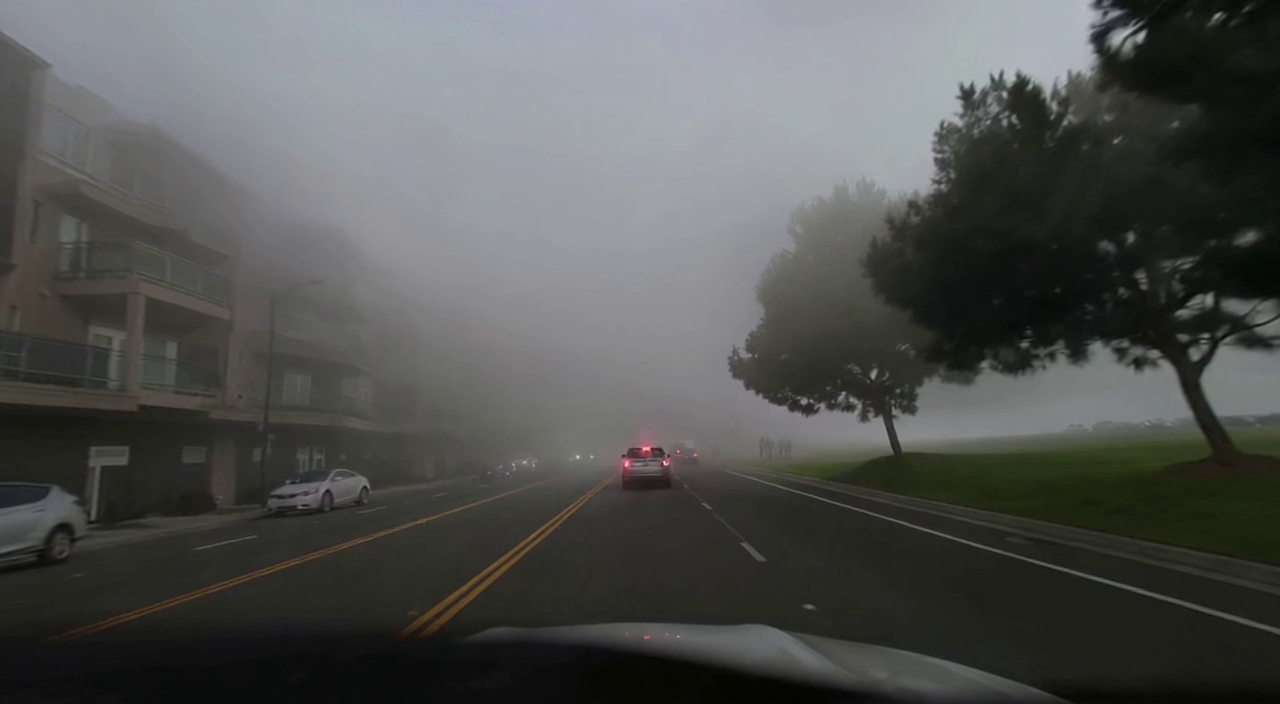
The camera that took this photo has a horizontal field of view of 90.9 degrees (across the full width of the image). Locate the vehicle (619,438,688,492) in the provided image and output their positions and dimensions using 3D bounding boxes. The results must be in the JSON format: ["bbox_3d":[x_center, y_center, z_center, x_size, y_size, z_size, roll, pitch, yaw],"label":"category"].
[{"bbox_3d":[0.390,3.772,21.390,2.132,1.632,3.838,0,-9,-1],"label":"vehicle"}]

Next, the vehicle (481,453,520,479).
[{"bbox_3d":[-10.080,8.202,45.757,1.932,1.607,4.191,-3,-8,-2],"label":"vehicle"}]

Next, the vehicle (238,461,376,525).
[{"bbox_3d":[-10.390,4.381,20.068,1.955,1.467,4.467,-7,-9,0],"label":"vehicle"}]
